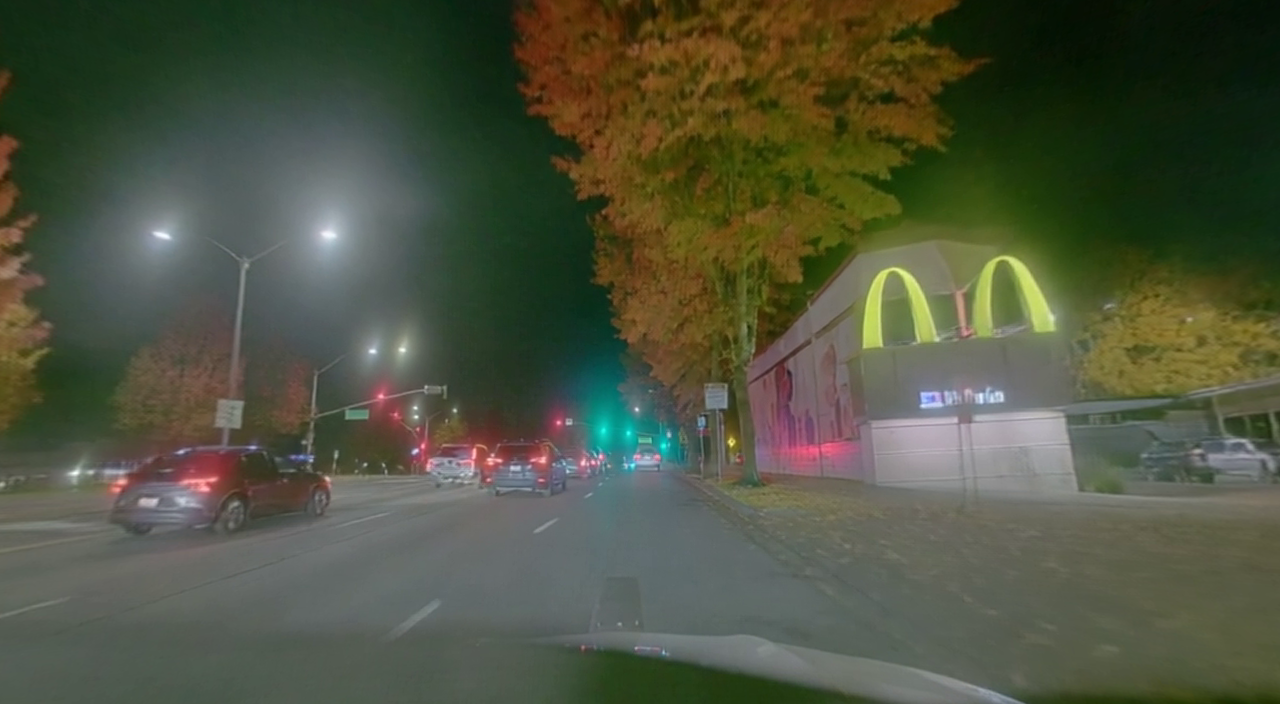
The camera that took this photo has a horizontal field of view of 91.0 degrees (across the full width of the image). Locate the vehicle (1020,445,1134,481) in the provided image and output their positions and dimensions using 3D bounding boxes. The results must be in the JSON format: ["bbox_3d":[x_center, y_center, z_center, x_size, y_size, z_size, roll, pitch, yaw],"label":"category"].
[{"bbox_3d":[19.893,5.029,28.945,1.938,1.490,4.750,0,-9,2],"label":"vehicle"}]

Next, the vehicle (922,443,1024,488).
[{"bbox_3d":[14.125,4.820,27.072,1.963,1.703,4.447,1,-9,0],"label":"vehicle"}]

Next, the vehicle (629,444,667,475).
[{"bbox_3d":[0.469,6.292,37.009,2.144,1.704,4.028,0,-9,1],"label":"vehicle"}]

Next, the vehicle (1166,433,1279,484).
[{"bbox_3d":[20.114,3.435,20.364,1.899,1.521,4.410,2,-9,-13],"label":"vehicle"}]

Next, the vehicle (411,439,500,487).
[{"bbox_3d":[-7.204,4.382,25.147,2.069,1.719,4.441,0,-9,2],"label":"vehicle"}]

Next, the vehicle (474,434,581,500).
[{"bbox_3d":[-3.115,3.309,18.490,2.165,1.663,4.513,0,-9,2],"label":"vehicle"}]

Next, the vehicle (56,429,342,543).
[{"bbox_3d":[-7.364,2.250,11.221,1.932,1.596,4.247,0,-9,1],"label":"vehicle"}]
